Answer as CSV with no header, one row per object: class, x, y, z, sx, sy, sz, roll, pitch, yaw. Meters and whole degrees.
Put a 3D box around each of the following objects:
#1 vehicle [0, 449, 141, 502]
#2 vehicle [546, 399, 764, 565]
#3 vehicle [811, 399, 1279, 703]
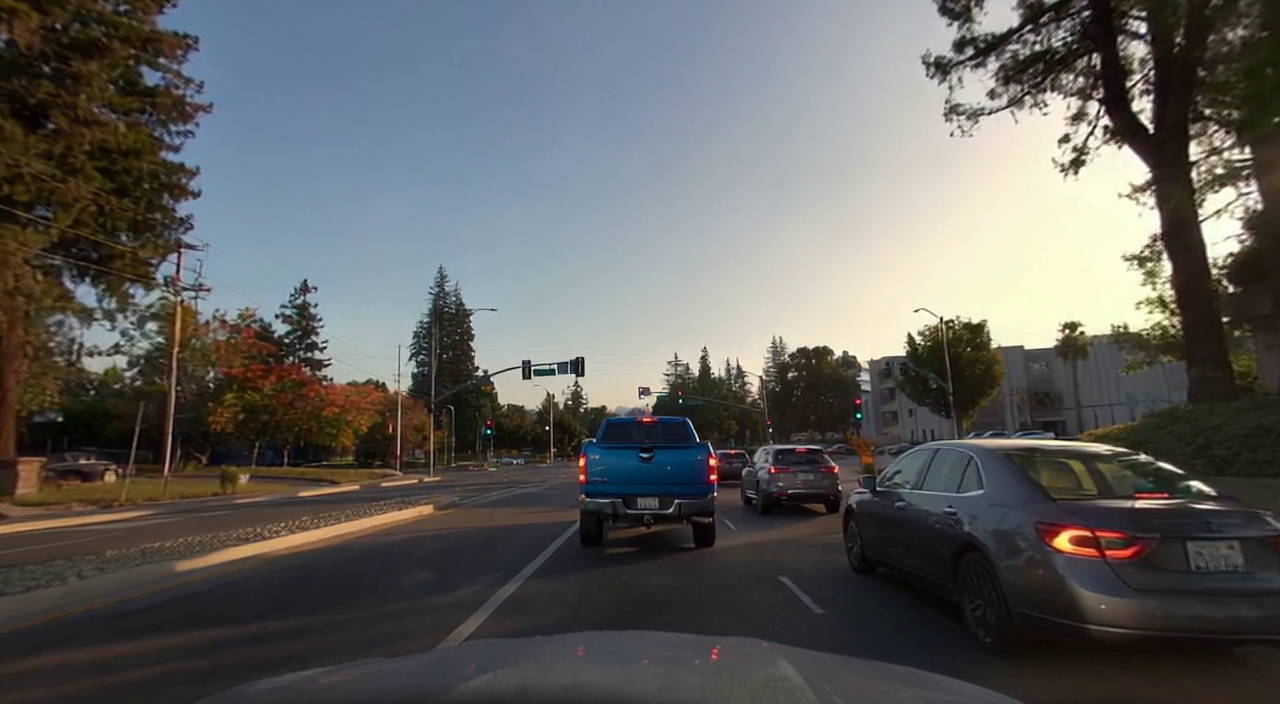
vehicle,-21.747,4.577,23.858,2.062,1.764,4.508,0,-8,-2
vehicle,0.194,1.986,10.451,2.636,2.011,5.425,0,-8,0
vehicle,3.323,1.441,5.544,2.155,1.667,5.162,0,-9,0
